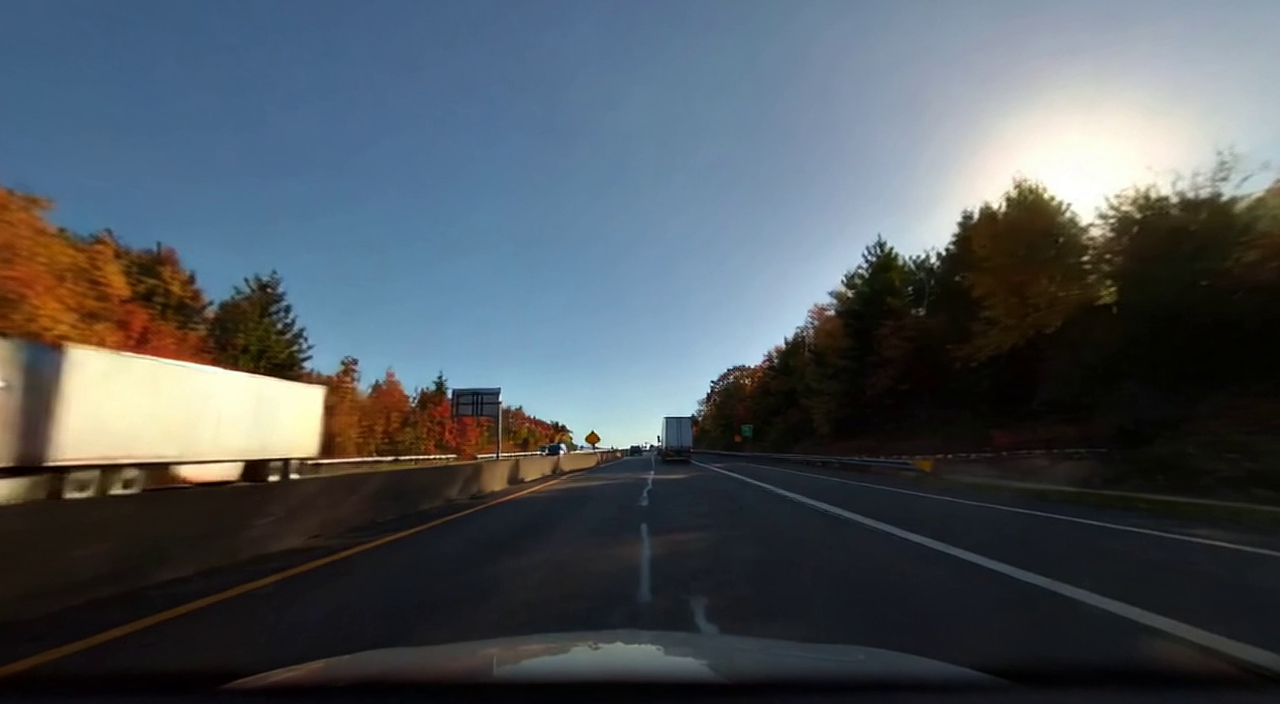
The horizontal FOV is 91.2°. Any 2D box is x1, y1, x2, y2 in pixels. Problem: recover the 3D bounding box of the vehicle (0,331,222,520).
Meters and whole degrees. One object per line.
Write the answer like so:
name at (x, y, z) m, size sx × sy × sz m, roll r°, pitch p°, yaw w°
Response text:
vehicle at (-14.412, 1.748, 14.349) m, size 2.815 × 3.802 × 9.551 m, roll -1°, pitch -9°, yaw 1°
